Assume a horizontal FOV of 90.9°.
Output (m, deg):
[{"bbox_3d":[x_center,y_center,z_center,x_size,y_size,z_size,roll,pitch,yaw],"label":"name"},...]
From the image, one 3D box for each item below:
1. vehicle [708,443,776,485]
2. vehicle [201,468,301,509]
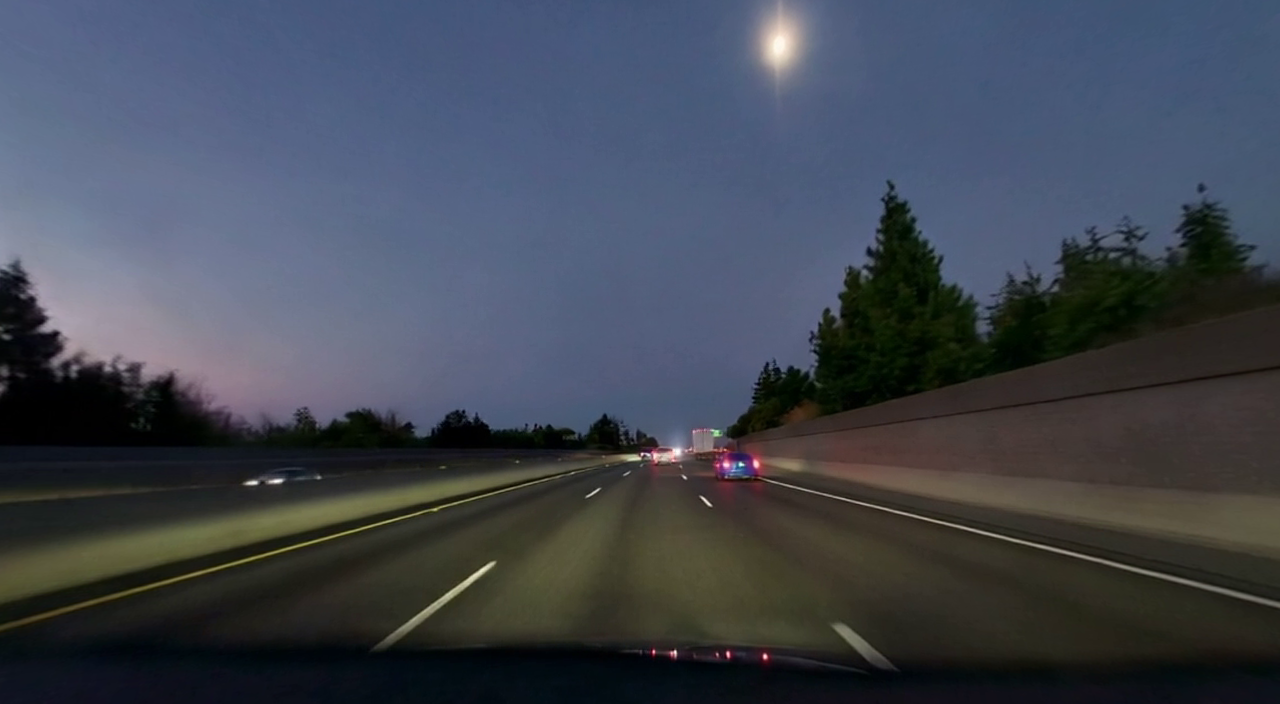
[{"bbox_3d":[4.134,4.624,26.225,2.175,1.574,3.943,0,-9,0],"label":"vehicle"},{"bbox_3d":[-18.011,6.320,29.452,1.882,1.613,4.192,0,-9,1],"label":"vehicle"}]
